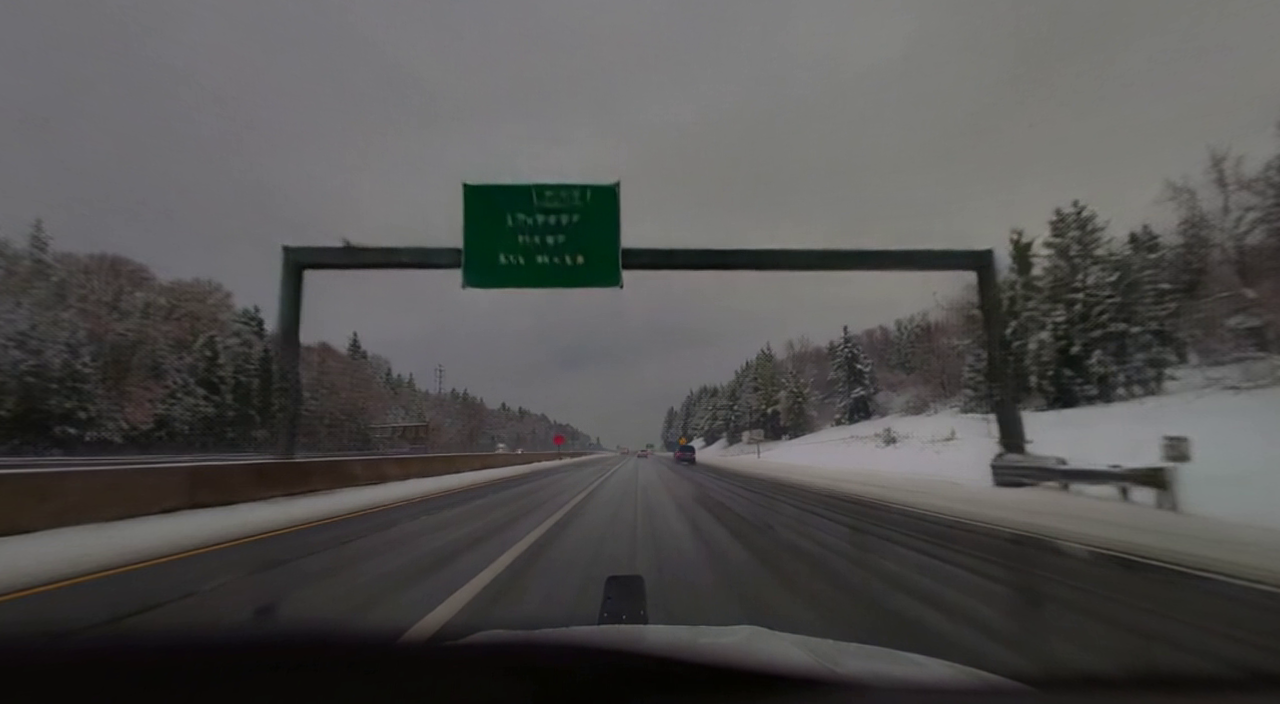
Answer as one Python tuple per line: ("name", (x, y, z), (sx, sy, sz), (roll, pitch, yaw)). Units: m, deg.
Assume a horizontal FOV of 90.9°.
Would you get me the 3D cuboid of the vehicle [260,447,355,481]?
("vehicle", (-15.493, 5.223, 29.668), (1.903, 1.486, 4.666), (0, -9, 0))
